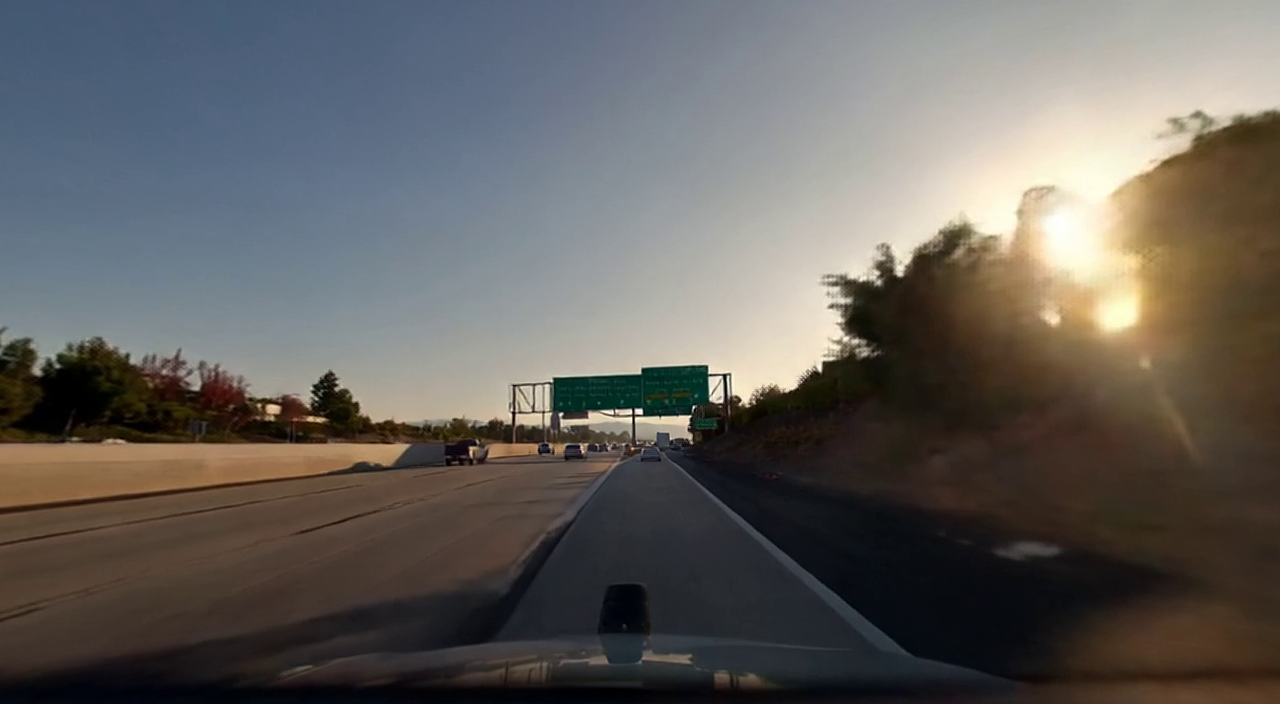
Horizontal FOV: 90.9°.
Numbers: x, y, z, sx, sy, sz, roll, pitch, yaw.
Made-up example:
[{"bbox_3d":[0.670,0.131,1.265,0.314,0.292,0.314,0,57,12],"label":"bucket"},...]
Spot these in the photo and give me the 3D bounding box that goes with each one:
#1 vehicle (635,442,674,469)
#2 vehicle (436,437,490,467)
[{"bbox_3d":[0.848,5.998,36.799,2.137,1.461,3.999,-1,-8,1],"label":"vehicle"},{"bbox_3d":[-11.547,6.548,41.512,2.246,1.812,4.740,0,-8,-1],"label":"vehicle"}]
